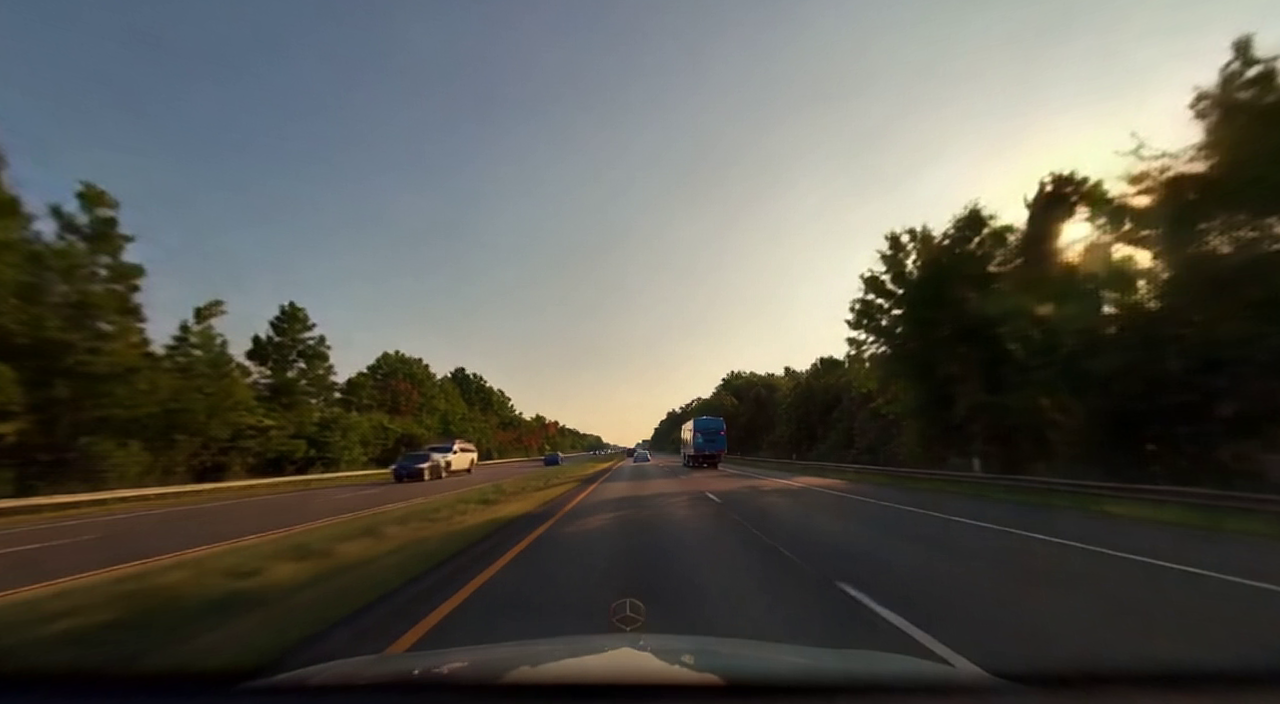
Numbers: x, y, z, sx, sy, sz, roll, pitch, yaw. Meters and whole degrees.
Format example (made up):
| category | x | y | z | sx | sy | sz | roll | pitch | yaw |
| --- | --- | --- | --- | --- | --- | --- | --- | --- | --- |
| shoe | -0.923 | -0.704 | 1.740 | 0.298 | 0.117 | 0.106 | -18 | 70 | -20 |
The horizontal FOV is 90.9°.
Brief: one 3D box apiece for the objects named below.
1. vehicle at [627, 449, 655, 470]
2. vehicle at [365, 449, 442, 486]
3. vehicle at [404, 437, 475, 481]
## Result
| category | x | y | z | sx | sy | sz | roll | pitch | yaw |
| --- | --- | --- | --- | --- | --- | --- | --- | --- | --- |
| vehicle | 0.057 | 7.569 | 44.521 | 1.926 | 1.386 | 3.615 | 0 | -9 | 0 |
| vehicle | -12.413 | 6.061 | 33.436 | 2.232 | 1.817 | 4.723 | 0 | -9 | 0 |
| vehicle | -12.428 | 6.662 | 39.519 | 2.485 | 2.534 | 5.320 | 0 | -9 | 2 |
